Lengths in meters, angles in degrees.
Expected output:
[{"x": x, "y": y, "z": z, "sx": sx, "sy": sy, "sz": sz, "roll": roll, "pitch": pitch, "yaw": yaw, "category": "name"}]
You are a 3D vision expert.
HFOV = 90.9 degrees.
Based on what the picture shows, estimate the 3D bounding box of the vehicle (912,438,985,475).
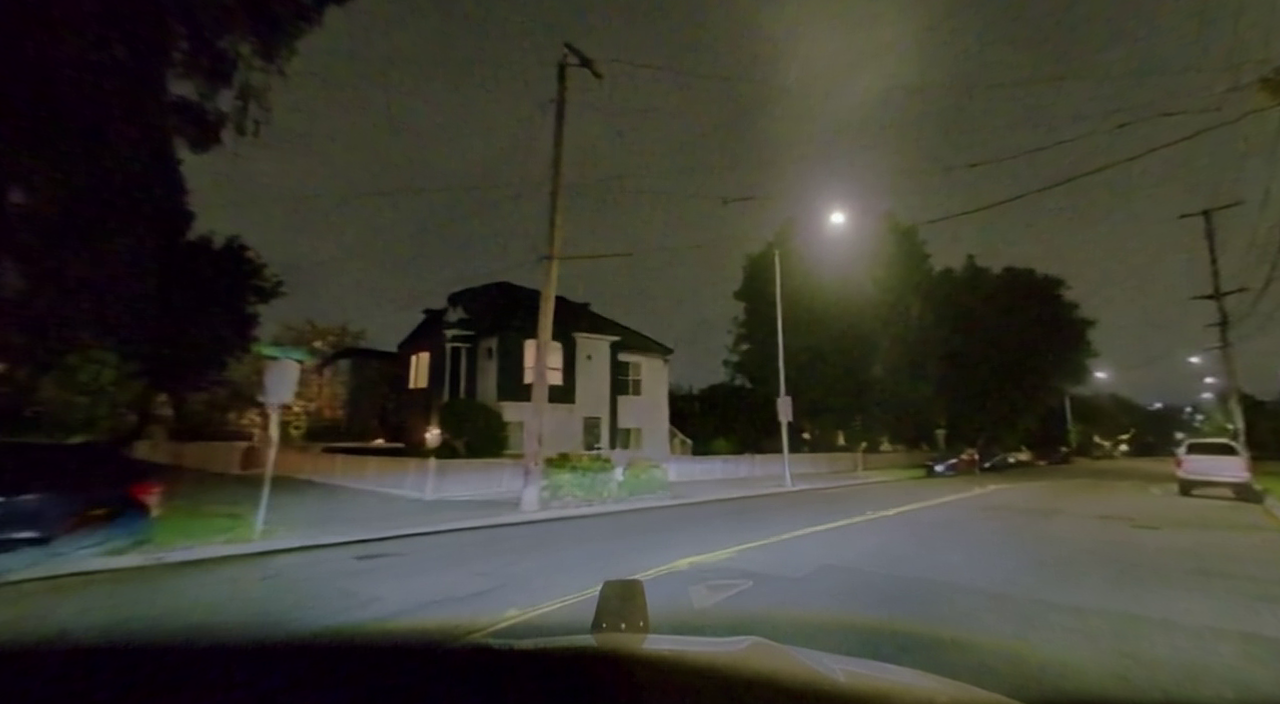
[{"x": 16.072, "y": 5.397, "z": 32.739, "sx": 2.027, "sy": 1.695, "sz": 4.437, "roll": -13, "pitch": -15, "yaw": 41, "category": "vehicle"}]

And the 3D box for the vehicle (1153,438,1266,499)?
[{"x": 16.267, "y": 3.271, "z": 18.001, "sx": 2.014, "sy": 1.482, "sz": 4.599, "roll": -8, "pitch": -12, "yaw": 42, "category": "vehicle"}]

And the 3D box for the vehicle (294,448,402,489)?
[{"x": -12.449, "y": 4.934, "z": 27.005, "sx": 3.784, "sy": 1.532, "sz": 1.650, "roll": 6, "pitch": -11, "yaw": -42, "category": "vehicle"}]

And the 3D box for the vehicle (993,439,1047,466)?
[{"x": 26.913, "y": 7.098, "z": 44.567, "sx": 2.120, "sy": 1.799, "sz": 5.370, "roll": -9, "pitch": -13, "yaw": 41, "category": "vehicle"}]
